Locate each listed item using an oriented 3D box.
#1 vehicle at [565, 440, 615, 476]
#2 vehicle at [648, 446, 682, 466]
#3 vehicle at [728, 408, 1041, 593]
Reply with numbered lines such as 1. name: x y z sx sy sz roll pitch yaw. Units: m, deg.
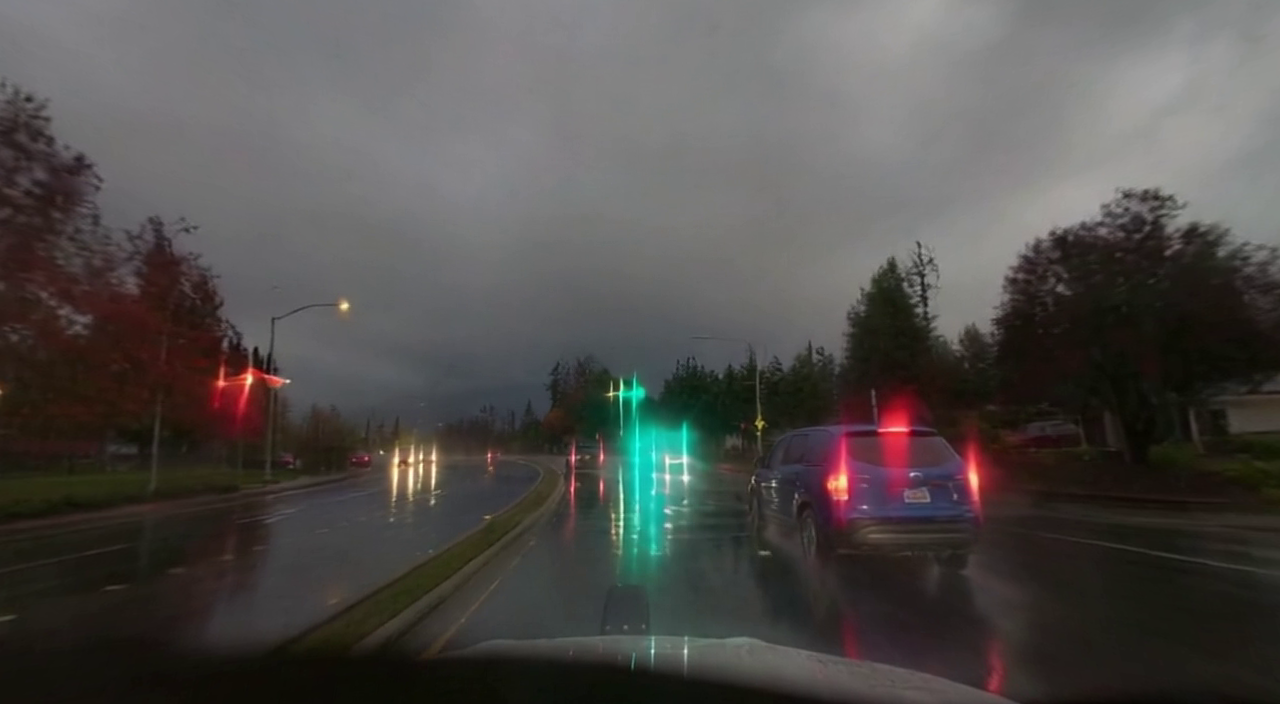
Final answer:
1. vehicle: -2.828 5.771 34.694 2.185 1.822 4.583 1 -9 -11
2. vehicle: 1.903 8.133 49.335 1.800 1.511 3.904 2 -9 -12
3. vehicle: 2.588 1.708 8.173 2.024 1.686 4.588 0 -9 -3
